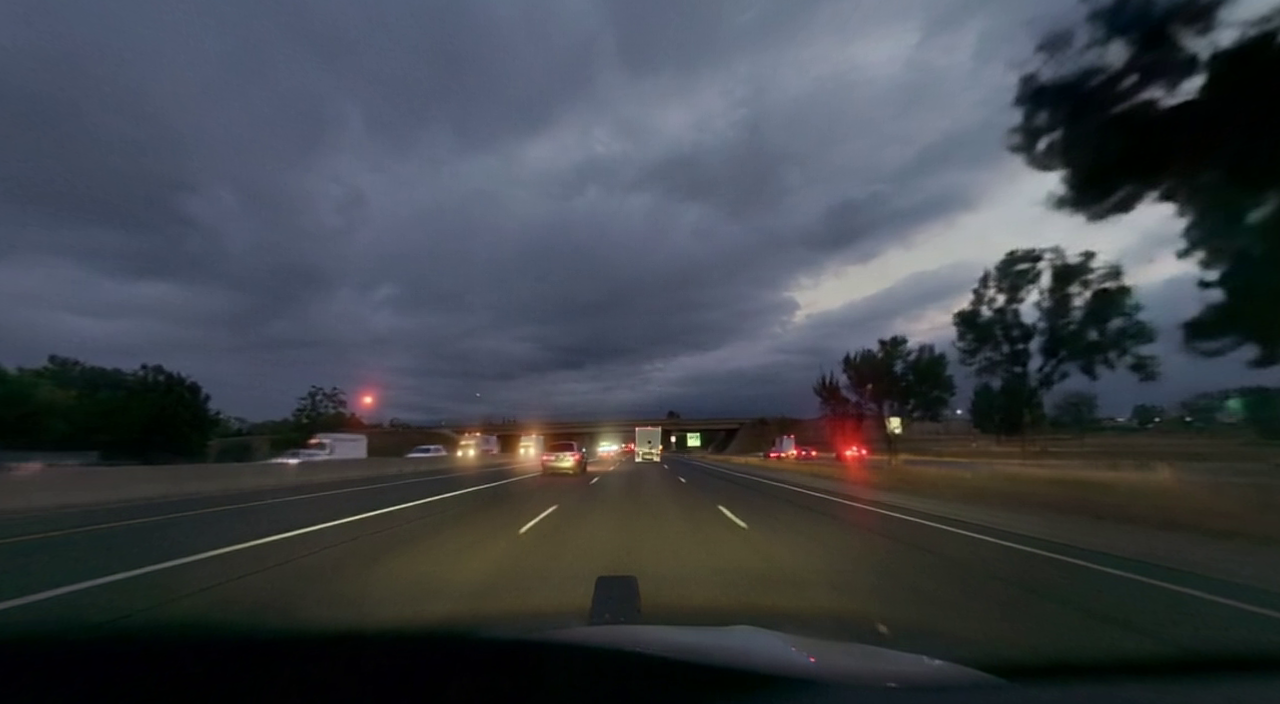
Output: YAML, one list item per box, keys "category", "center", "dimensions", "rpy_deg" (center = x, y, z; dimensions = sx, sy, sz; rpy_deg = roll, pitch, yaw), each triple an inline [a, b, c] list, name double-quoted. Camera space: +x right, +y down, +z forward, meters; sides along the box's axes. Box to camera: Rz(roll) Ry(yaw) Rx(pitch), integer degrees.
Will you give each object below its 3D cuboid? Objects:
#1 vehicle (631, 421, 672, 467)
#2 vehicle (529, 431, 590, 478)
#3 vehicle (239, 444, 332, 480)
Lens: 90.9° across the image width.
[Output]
- category: "vehicle"
  center: [0.769, 6.851, 46.645]
  dimensions: [2.790, 3.075, 7.414]
  rpy_deg: [0, -9, 0]
- category: "vehicle"
  center: [-3.867, 5.080, 31.274]
  dimensions: [2.233, 2.093, 5.565]
  rpy_deg: [0, -9, 0]
- category: "vehicle"
  center: [-19.929, 6.170, 35.719]
  dimensions: [2.472, 1.878, 4.654]
  rpy_deg: [0, -9, 1]
